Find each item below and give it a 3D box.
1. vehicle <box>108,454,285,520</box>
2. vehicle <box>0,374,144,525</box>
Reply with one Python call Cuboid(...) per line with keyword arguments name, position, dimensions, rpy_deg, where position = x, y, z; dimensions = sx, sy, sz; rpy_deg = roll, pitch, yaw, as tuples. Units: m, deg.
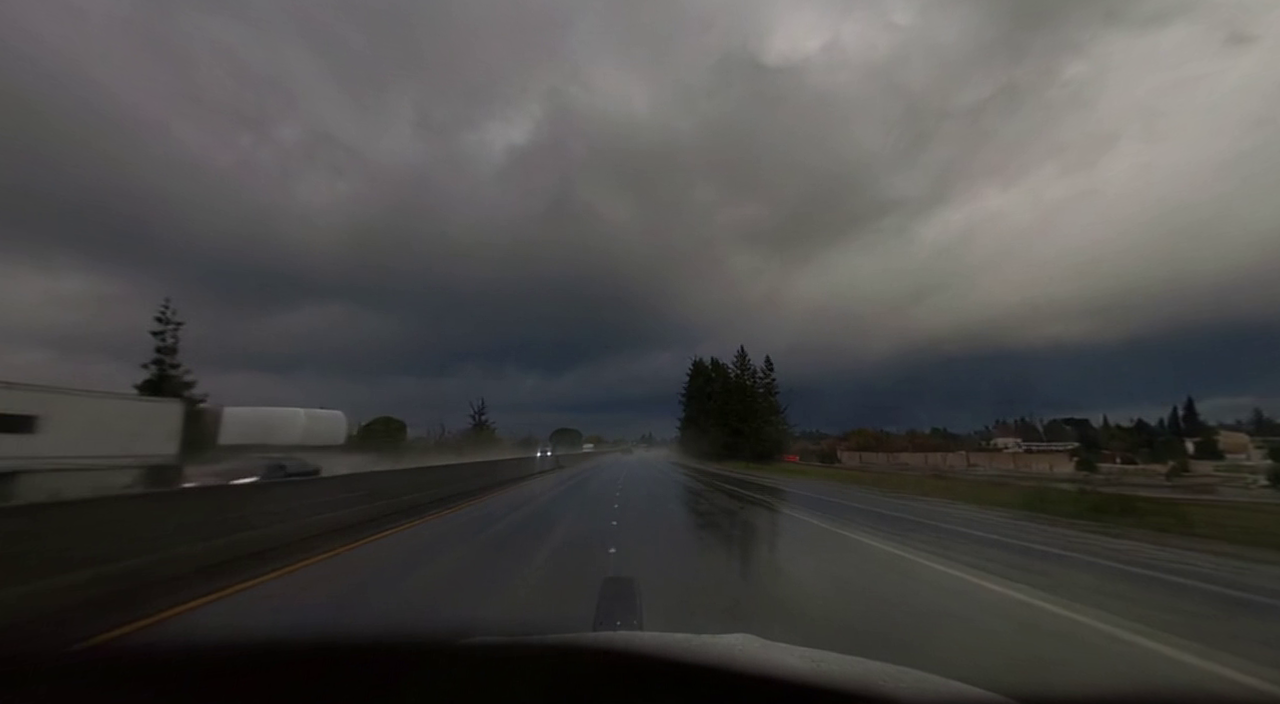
Cuboid(name="vehicle", position=(-11.833, 3.583, 17.154), dimensions=(1.900, 1.506, 4.067), rpy_deg=(0, -9, -1))
Cuboid(name="vehicle", position=(-15.448, 2.209, 14.113), dimensions=(2.732, 3.283, 7.013), rpy_deg=(0, -9, -1))
